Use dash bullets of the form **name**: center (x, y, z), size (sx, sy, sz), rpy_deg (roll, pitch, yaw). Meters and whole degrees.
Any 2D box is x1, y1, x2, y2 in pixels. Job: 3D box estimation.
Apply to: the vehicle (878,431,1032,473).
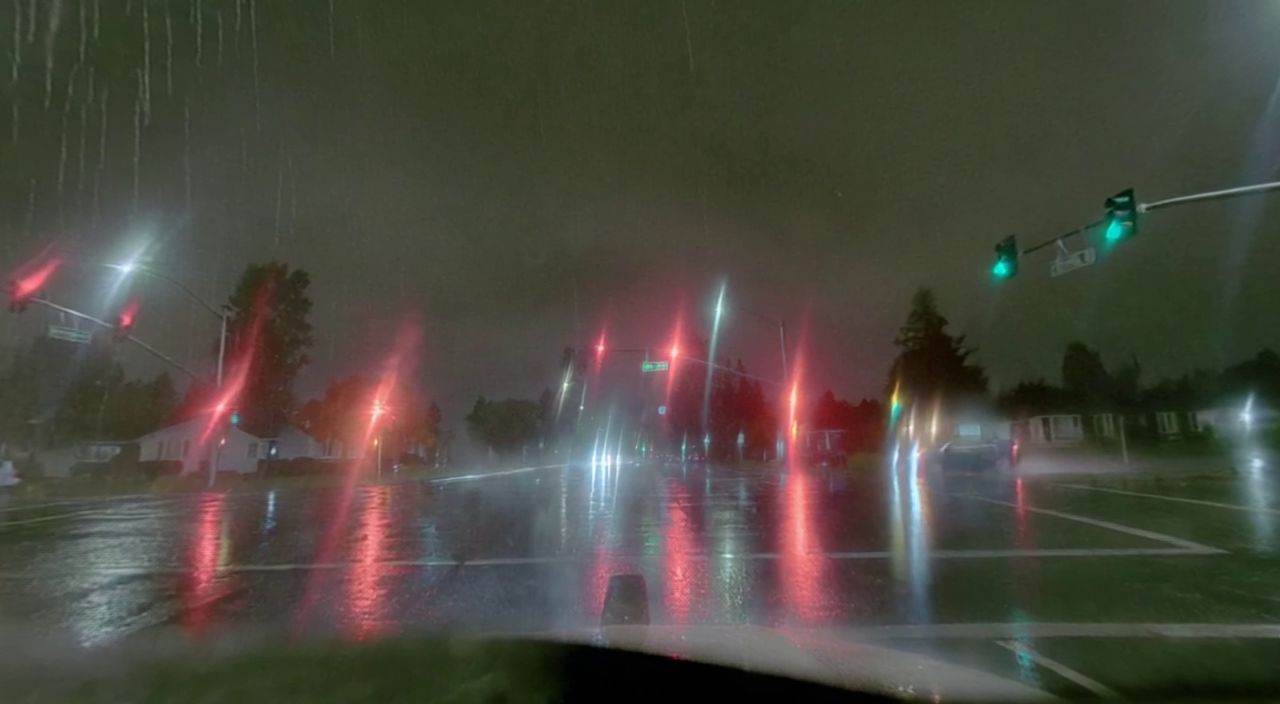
- **vehicle**: center (11.306, 3.614, 22.840), size (4.562, 1.460, 1.822), rpy_deg (0, -8, -1)
